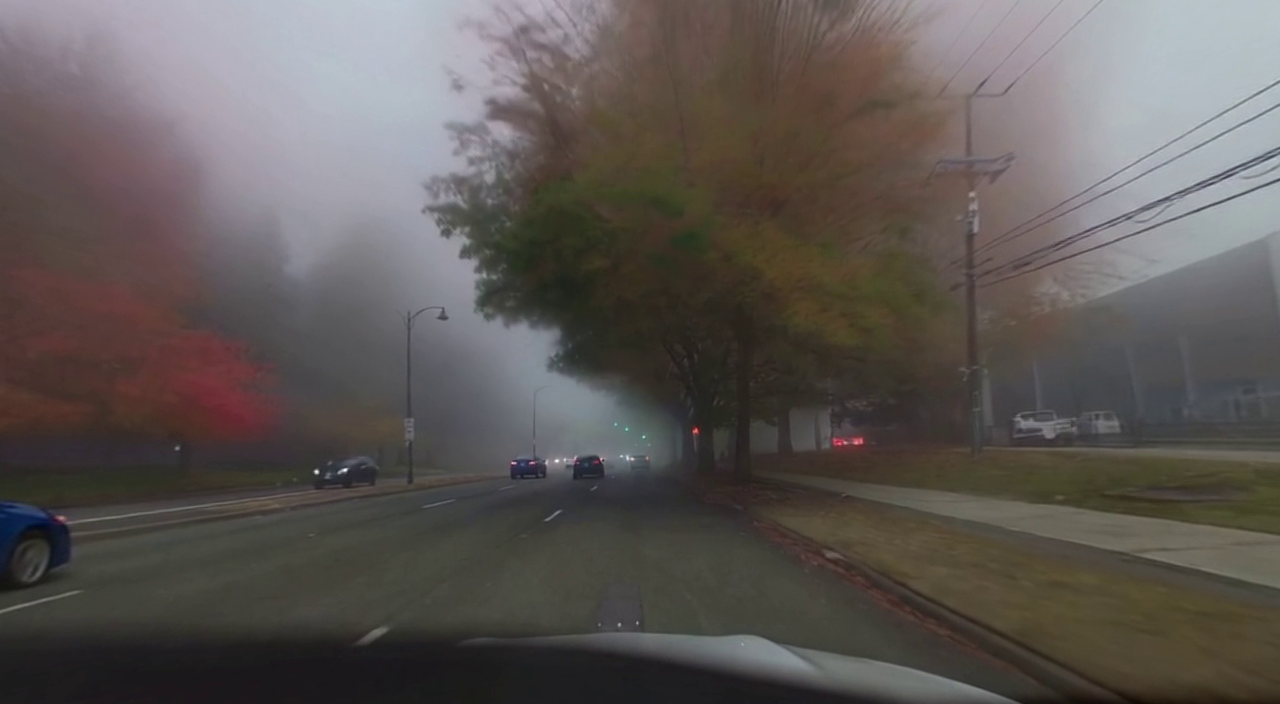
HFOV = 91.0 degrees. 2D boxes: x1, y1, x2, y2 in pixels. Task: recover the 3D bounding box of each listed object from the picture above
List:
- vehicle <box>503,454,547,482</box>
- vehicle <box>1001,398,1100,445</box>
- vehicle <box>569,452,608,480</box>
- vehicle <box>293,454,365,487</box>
[{"bbox_3d":[-7.247,7.345,40.155,1.932,1.596,4.247,0,-9,1],"label":"vehicle"},{"bbox_3d":[24.731,4.329,38.290,2.347,2.576,5.846,0,-9,5],"label":"vehicle"},{"bbox_3d":[-3.352,7.521,41.910,2.085,1.663,4.513,0,-9,2],"label":"vehicle"},{"bbox_3d":[-21.155,8.071,43.098,2.077,2.020,4.964,0,-9,4],"label":"vehicle"}]
